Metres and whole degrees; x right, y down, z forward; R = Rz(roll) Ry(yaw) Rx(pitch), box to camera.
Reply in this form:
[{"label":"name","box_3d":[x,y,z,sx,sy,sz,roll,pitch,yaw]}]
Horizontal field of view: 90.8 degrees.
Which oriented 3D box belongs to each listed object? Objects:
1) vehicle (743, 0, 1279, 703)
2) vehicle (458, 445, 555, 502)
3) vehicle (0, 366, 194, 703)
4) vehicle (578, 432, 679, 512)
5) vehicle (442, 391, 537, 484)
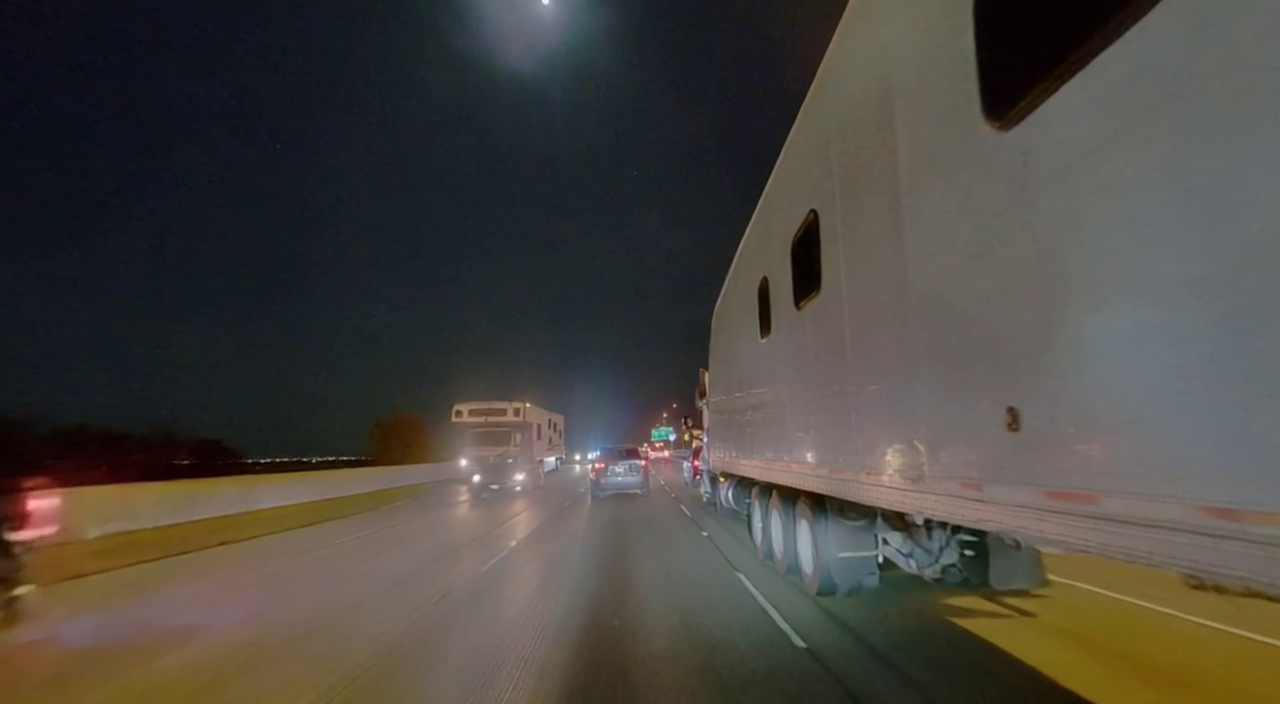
[{"label":"vehicle","box_3d":[2.897,-0.668,0.293,2.934,4.123,15.785,0,-9,0]},{"label":"vehicle","box_3d":[-3.825,3.544,18.799,1.980,1.499,3.944,0,-9,1]},{"label":"vehicle","box_3d":[-3.970,0.800,2.015,2.074,1.717,4.089,0,-9,-1]},{"label":"vehicle","box_3d":[-0.280,2.928,15.856,2.201,1.719,4.058,0,-9,-1]},{"label":"vehicle","box_3d":[-6.923,4.113,30.057,3.008,3.987,5.871,0,-9,0]}]
